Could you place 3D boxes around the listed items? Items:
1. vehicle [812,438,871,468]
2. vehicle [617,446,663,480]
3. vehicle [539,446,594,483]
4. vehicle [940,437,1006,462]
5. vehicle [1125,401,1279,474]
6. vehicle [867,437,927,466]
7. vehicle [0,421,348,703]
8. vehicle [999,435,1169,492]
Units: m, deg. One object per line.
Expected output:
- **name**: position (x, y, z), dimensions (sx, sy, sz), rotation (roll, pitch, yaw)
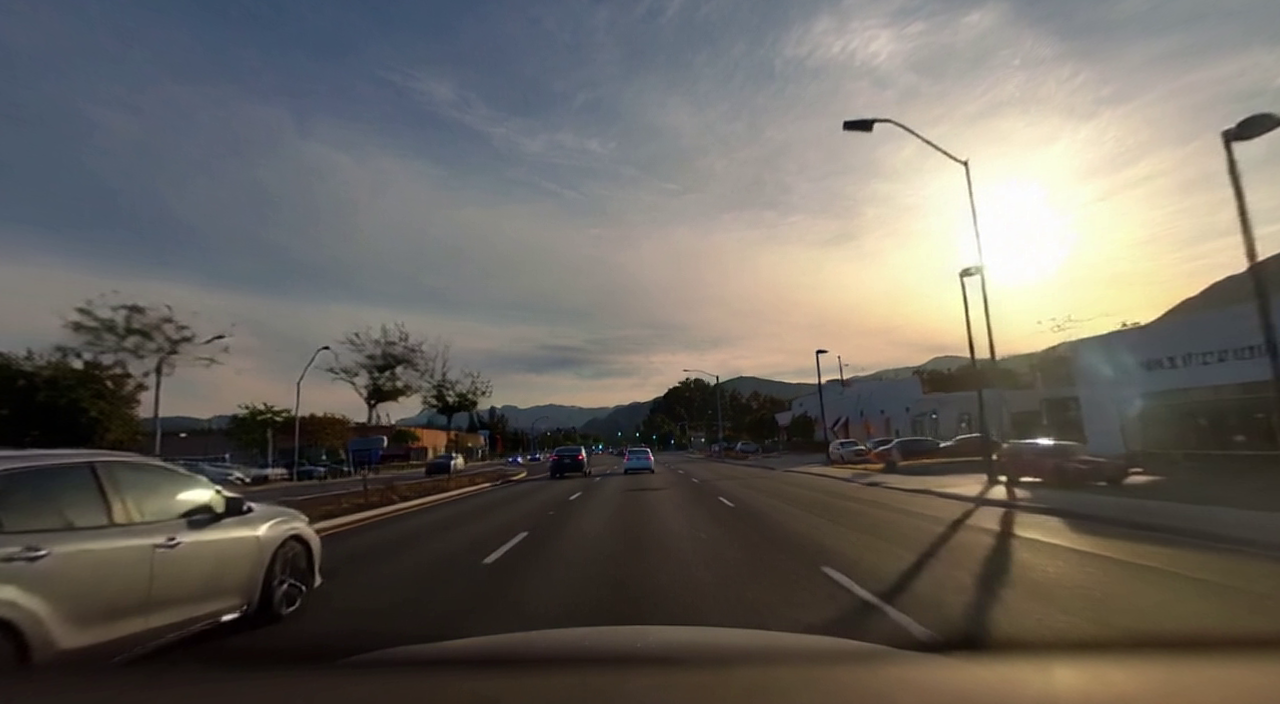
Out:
- **vehicle**: position (13.065, 6.585, 41.211), dimensions (2.072, 1.769, 5.000), rotation (0, -9, -2)
- **vehicle**: position (-0.022, 5.144, 29.403), dimensions (2.019, 1.459, 4.005), rotation (0, -9, 0)
- **vehicle**: position (-3.263, 5.063, 28.646), dimensions (1.939, 1.496, 4.309), rotation (0, -9, 1)
- **vehicle**: position (21.537, 6.363, 40.934), dimensions (1.807, 1.519, 4.550), rotation (0, -9, 1)
- **vehicle**: position (20.039, 2.856, 20.951), dimensions (5.511, 2.262, 2.351), rotation (-2, -9, 15)
- **vehicle**: position (16.289, 6.359, 40.190), dimensions (1.930, 1.713, 4.756), rotation (0, -9, 2)
- **vehicle**: position (-3.582, 1.144, 3.275), dimensions (2.003, 1.488, 4.282), rotation (0, -9, 1)
- **vehicle**: position (13.357, 3.385, 19.411), dimensions (1.914, 1.523, 4.747), rotation (0, -9, 3)
